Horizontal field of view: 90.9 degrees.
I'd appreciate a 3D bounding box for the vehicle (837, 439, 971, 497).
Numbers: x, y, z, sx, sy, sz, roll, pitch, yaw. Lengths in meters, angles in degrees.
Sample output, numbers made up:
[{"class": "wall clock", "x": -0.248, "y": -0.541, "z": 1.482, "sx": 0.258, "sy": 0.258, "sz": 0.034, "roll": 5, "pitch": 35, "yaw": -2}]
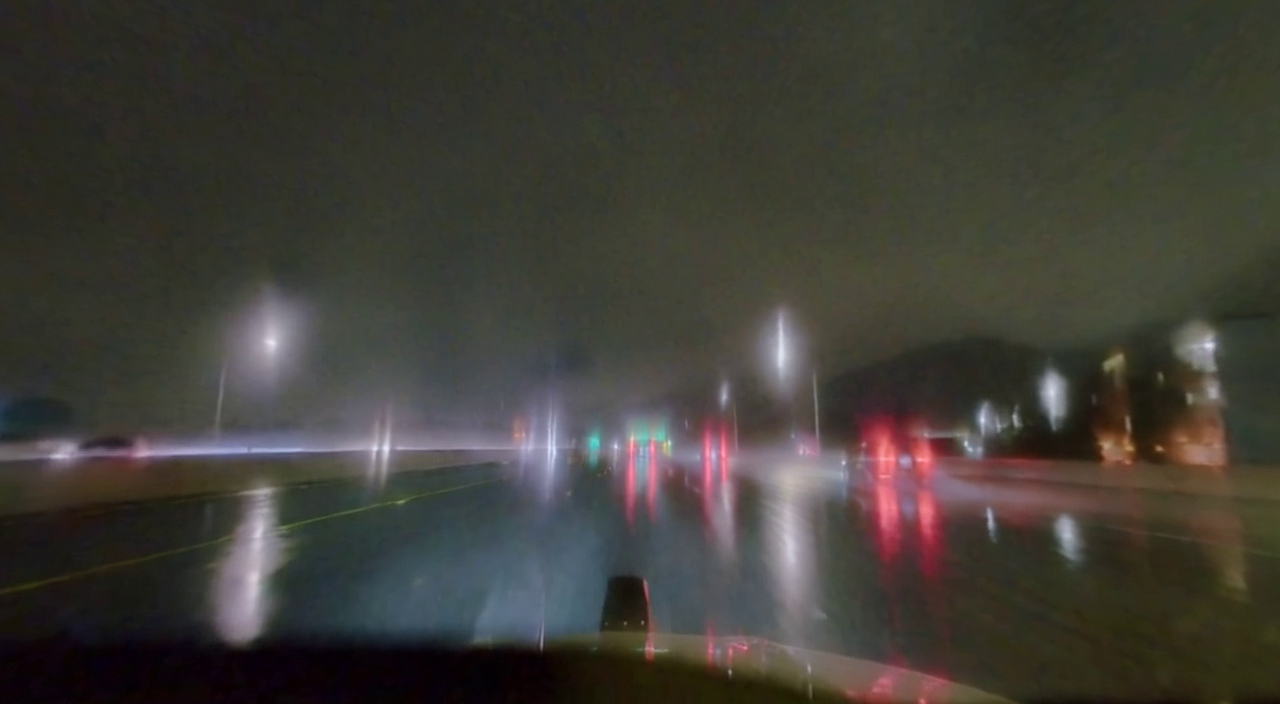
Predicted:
[{"class": "vehicle", "x": 7.799, "y": 3.451, "z": 19.231, "sx": 2.031, "sy": 1.524, "sz": 4.657, "roll": 0, "pitch": -8, "yaw": -1}]
